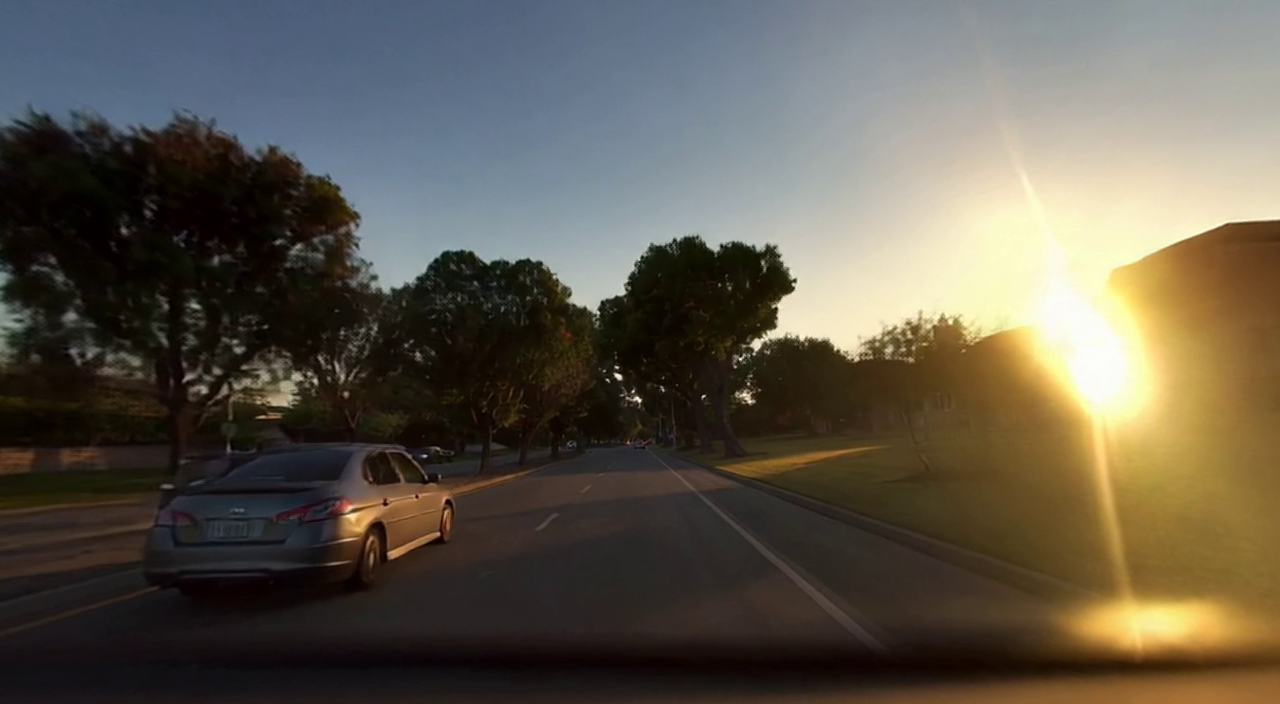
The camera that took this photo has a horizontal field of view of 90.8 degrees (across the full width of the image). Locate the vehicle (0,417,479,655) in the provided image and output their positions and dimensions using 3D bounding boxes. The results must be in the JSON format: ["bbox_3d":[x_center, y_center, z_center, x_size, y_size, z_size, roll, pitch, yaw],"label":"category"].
[{"bbox_3d":[-3.305,1.519,6.481,2.020,1.478,4.890,0,-8,0],"label":"vehicle"}]
